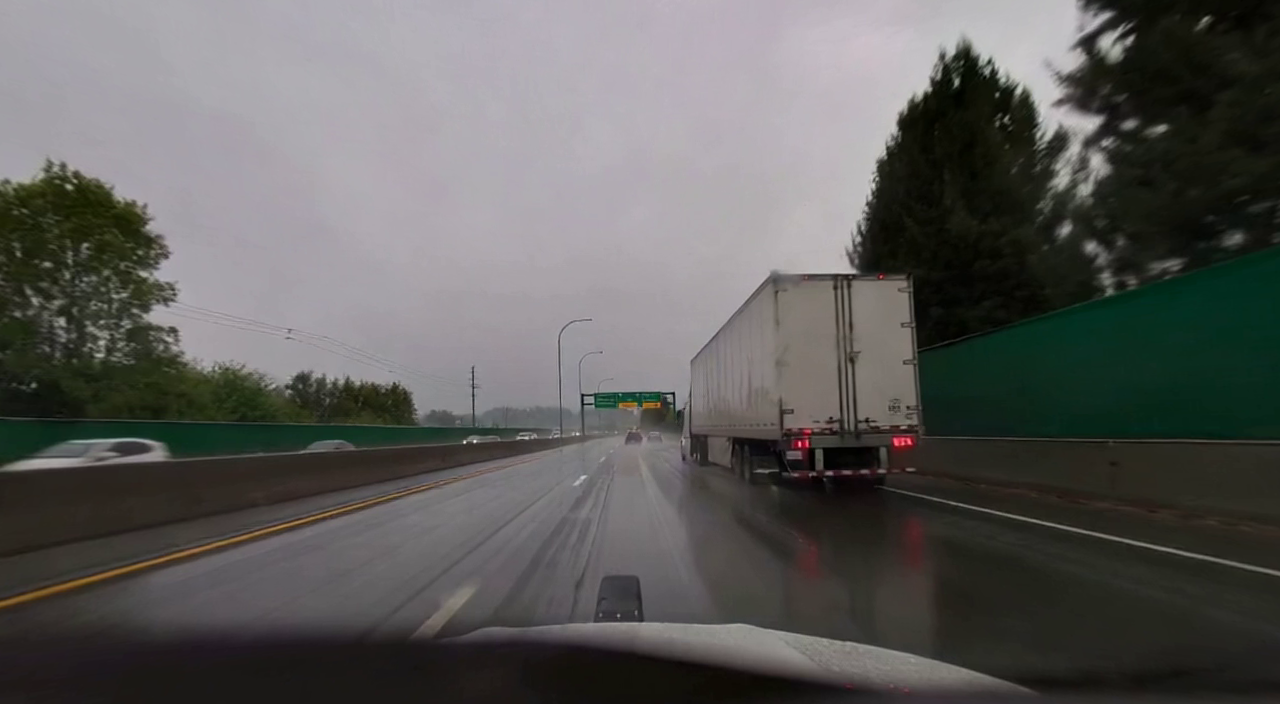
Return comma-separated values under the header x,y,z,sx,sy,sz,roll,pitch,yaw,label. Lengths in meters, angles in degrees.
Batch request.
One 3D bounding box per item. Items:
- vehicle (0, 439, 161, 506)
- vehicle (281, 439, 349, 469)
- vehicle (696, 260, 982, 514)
x,y,z,sx,sy,sz,roll,pitch,yaw,label
-15.501,3.076,16.749,1.867,1.517,4.669,0,-8,-1,vehicle
-20.443,6.398,39.841,1.883,1.696,4.570,0,-8,-1,vehicle
3.635,1.372,16.416,2.944,3.973,13.227,0,-8,-1,vehicle
